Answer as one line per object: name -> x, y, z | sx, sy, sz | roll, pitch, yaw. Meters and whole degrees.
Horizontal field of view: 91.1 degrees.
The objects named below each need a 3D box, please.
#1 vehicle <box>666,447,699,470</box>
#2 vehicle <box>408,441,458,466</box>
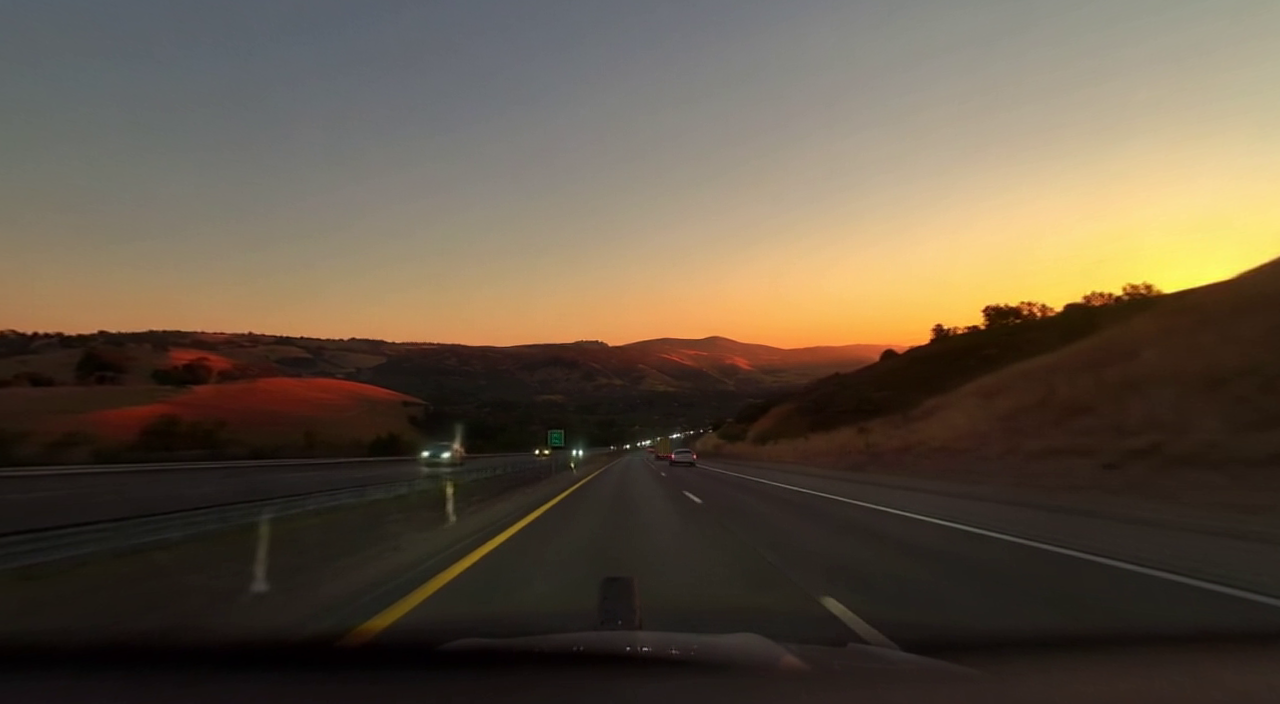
vehicle -> 2.882, 7.339, 43.414 | 1.836, 1.459, 3.766 | 0, -9, -2
vehicle -> -14.524, 7.139, 44.320 | 2.038, 1.644, 4.230 | 0, -9, 0
